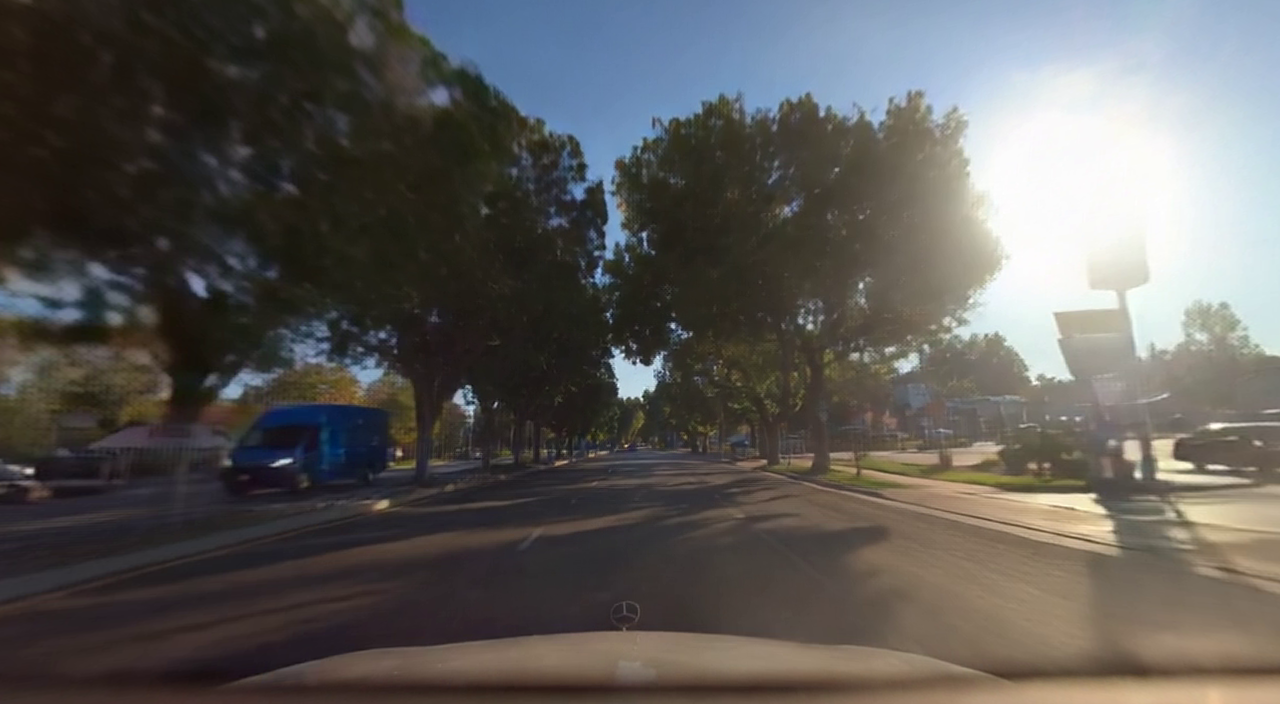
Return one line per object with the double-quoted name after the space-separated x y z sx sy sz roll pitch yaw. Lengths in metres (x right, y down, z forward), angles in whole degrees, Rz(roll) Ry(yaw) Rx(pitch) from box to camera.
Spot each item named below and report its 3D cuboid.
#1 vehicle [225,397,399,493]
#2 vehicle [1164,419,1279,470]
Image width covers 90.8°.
-12.100 3.538 24.183 2.931 3.122 6.555 -1 -8 1 "vehicle"
19.422 2.934 19.977 1.994 1.452 4.227 0 -8 0 "vehicle"
